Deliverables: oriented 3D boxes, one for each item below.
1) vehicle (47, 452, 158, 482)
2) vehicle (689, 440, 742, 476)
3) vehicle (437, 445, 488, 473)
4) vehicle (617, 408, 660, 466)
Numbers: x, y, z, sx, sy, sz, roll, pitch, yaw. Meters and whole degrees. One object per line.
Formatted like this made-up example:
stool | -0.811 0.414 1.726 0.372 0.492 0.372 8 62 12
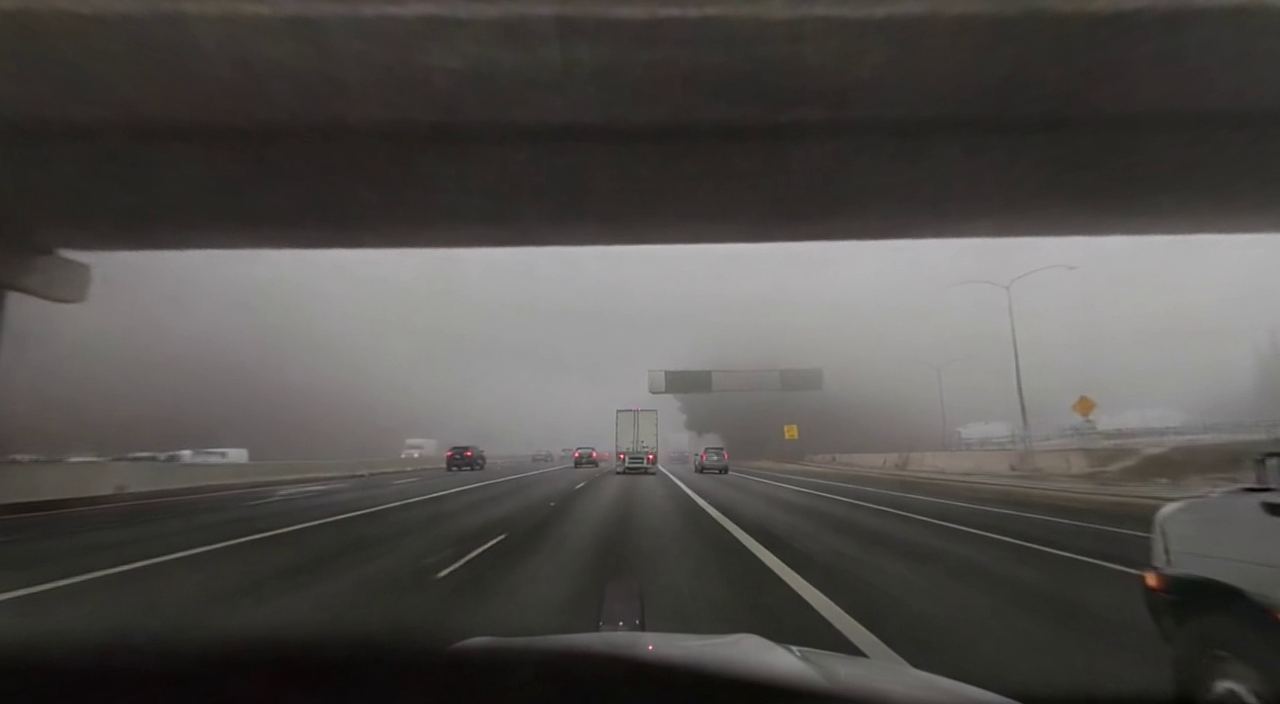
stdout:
vehicle | -31.562 6.744 37.214 2.157 1.636 4.866 0 -9 1
vehicle | 3.752 5.366 32.039 2.107 1.707 4.445 0 -9 0
vehicle | -11.174 6.753 39.894 1.966 1.627 4.258 0 -9 1
vehicle | 0.069 6.667 48.749 3.012 3.928 10.262 0 -9 2
